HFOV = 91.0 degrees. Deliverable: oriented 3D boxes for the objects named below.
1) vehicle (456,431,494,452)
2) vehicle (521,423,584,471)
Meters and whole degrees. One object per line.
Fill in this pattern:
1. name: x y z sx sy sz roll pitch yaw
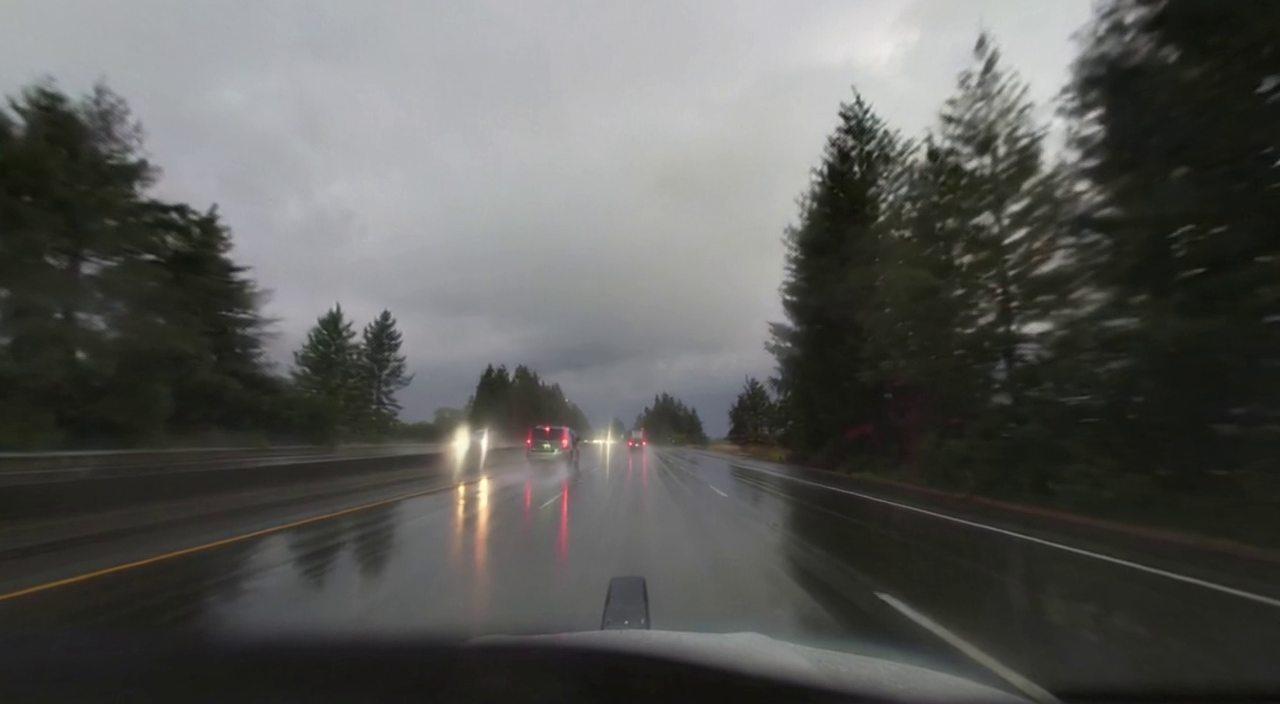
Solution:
1. vehicle: -12.678 6.923 48.617 1.887 1.536 4.163 0 -8 -1
2. vehicle: -3.934 4.381 29.158 2.241 2.034 4.890 0 -8 0
